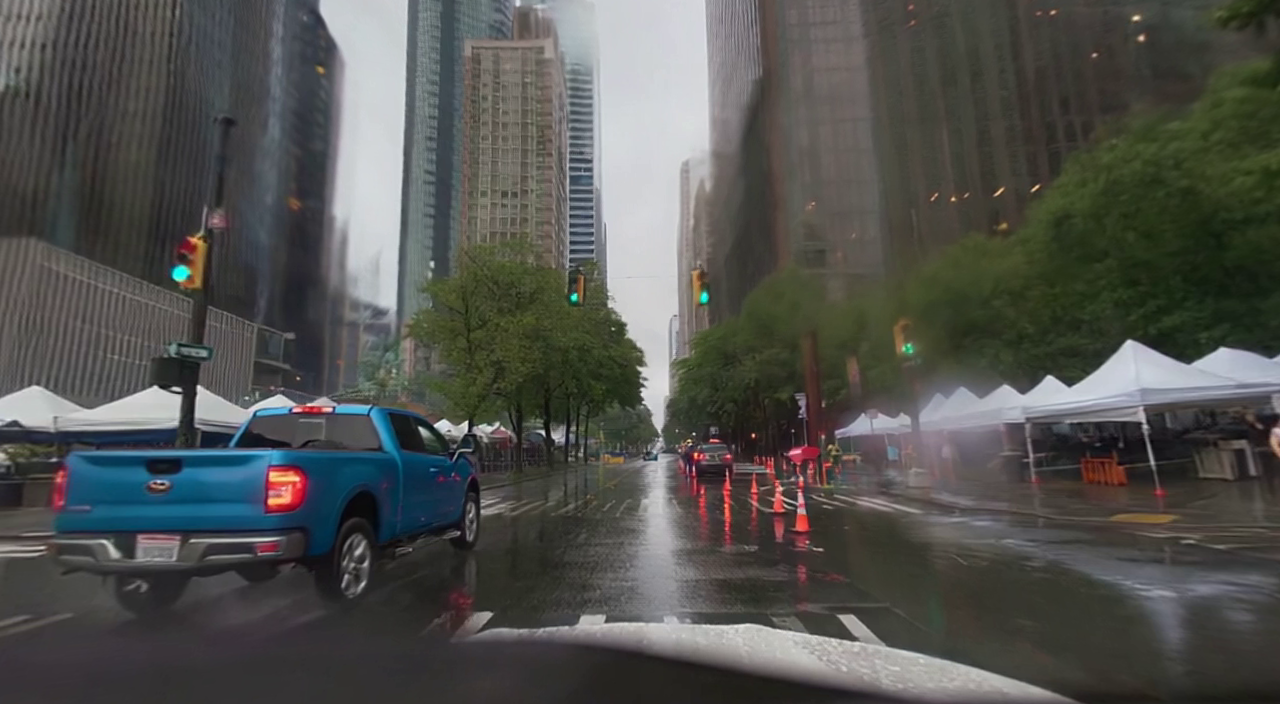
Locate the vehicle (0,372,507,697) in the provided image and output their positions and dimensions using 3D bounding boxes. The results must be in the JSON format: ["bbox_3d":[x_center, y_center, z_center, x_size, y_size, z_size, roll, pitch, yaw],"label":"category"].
[{"bbox_3d":[-3.311,1.538,6.741,2.452,1.954,5.653,-1,-9,1],"label":"vehicle"}]

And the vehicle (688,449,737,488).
[{"bbox_3d":[3.322,5.283,28.884,2.023,1.607,4.225,-2,-9,7],"label":"vehicle"}]
